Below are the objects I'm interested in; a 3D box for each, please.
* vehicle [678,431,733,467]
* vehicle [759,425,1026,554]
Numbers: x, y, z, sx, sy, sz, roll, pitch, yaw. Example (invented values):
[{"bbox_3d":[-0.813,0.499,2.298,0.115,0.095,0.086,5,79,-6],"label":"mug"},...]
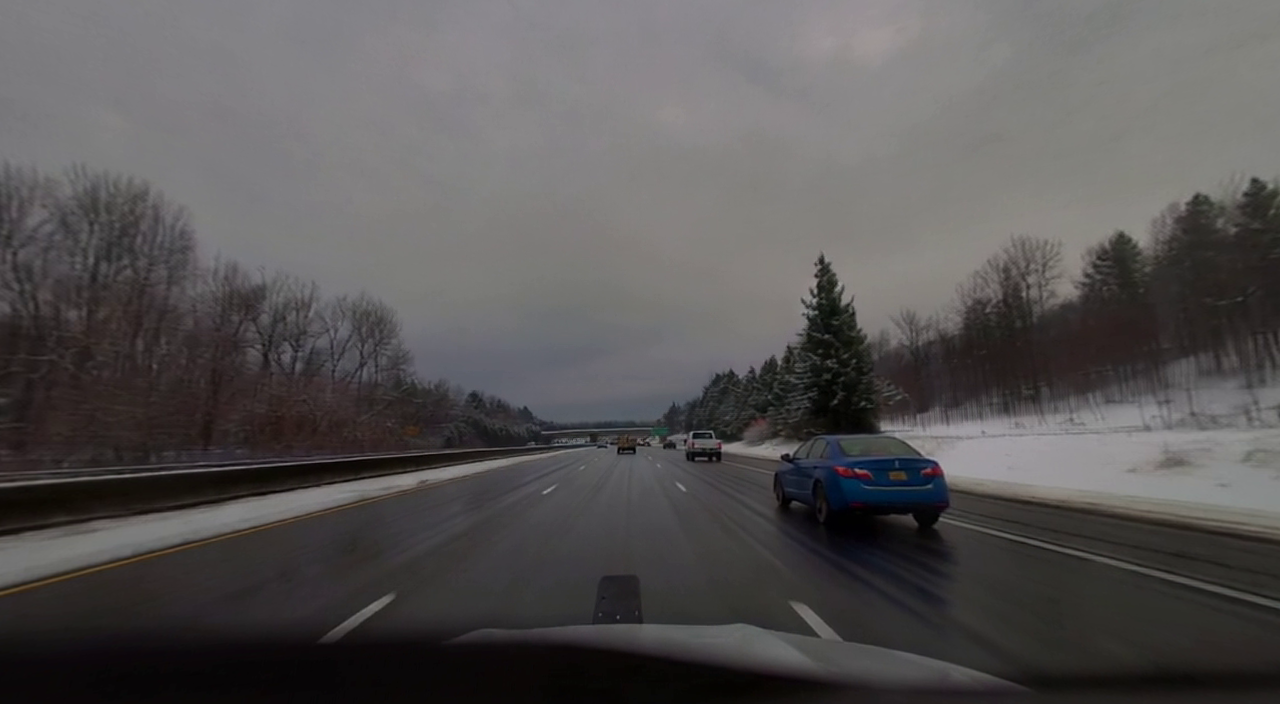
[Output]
[{"bbox_3d":[3.176,4.786,31.319,2.098,1.677,4.275,0,-8,-2],"label":"vehicle"},{"bbox_3d":[3.401,1.922,9.710,2.056,1.479,4.660,0,-8,-2],"label":"vehicle"}]
